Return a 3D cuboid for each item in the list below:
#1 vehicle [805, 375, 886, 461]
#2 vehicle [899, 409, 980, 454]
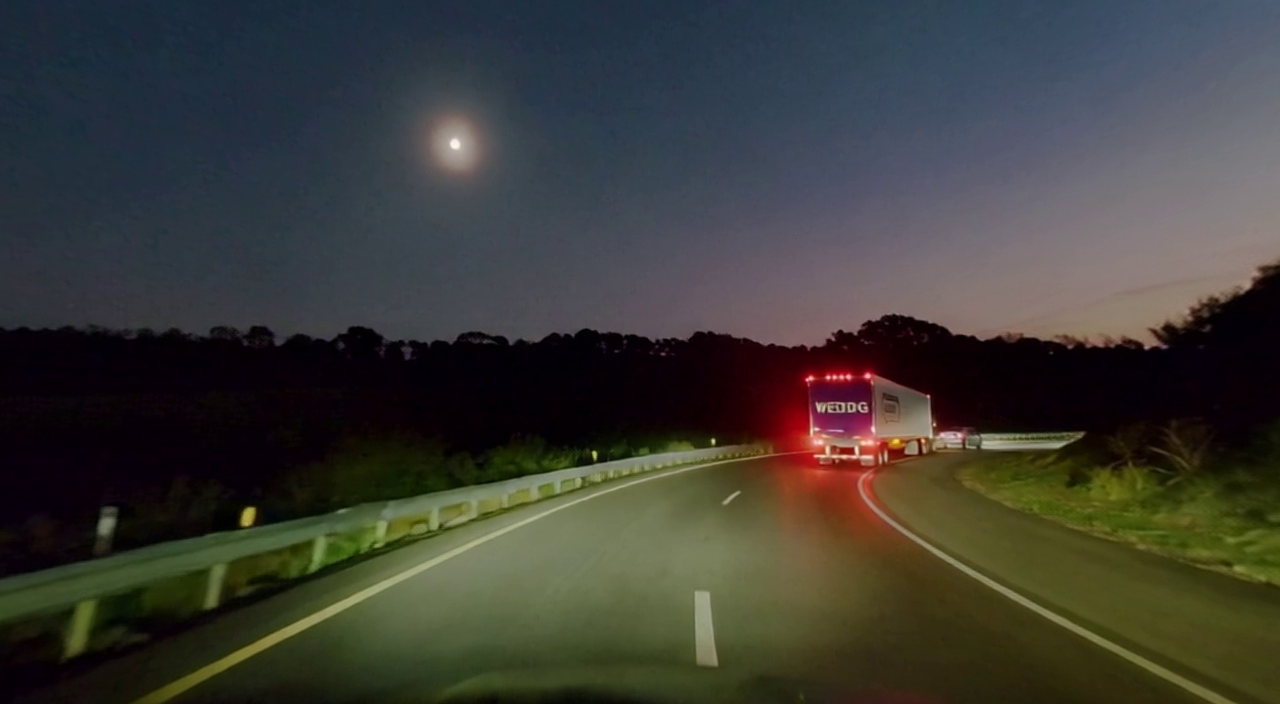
[{"bbox_3d":[9.775,3.160,29.780,2.963,3.771,3.137,-4,-9,28],"label":"vehicle"},{"bbox_3d":[18.587,4.931,38.824,6.650,2.524,2.120,7,-10,-42],"label":"vehicle"}]
